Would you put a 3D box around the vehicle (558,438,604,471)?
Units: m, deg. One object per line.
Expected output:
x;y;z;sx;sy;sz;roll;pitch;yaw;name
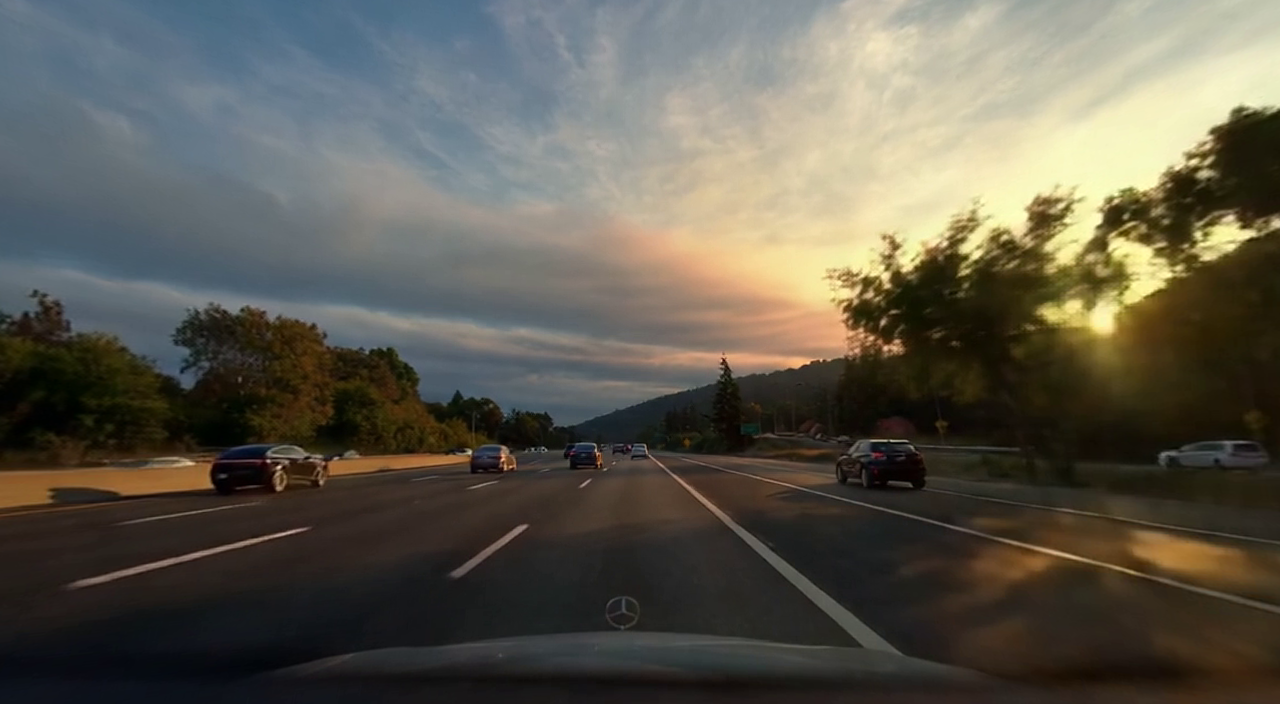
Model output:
-3.701;6.514;40.218;2.288;1.962;5.119;0;-9;2;vehicle

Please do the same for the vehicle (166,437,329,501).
-11.263;3.371;18.534;1.958;1.633;4.302;0;-9;0;vehicle

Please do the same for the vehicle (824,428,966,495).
7.678;3.359;19.653;2.259;1.816;4.862;0;-9;-2;vehicle

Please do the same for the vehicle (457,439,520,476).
-7.722;5.422;32.541;2.087;1.755;4.457;0;-9;0;vehicle

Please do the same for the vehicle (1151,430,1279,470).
27.666;4.685;30.181;2.051;1.728;4.927;1;-9;-2;vehicle

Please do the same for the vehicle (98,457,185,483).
-32.191;7.617;40.859;1.870;1.519;4.617;0;-9;1;vehicle
